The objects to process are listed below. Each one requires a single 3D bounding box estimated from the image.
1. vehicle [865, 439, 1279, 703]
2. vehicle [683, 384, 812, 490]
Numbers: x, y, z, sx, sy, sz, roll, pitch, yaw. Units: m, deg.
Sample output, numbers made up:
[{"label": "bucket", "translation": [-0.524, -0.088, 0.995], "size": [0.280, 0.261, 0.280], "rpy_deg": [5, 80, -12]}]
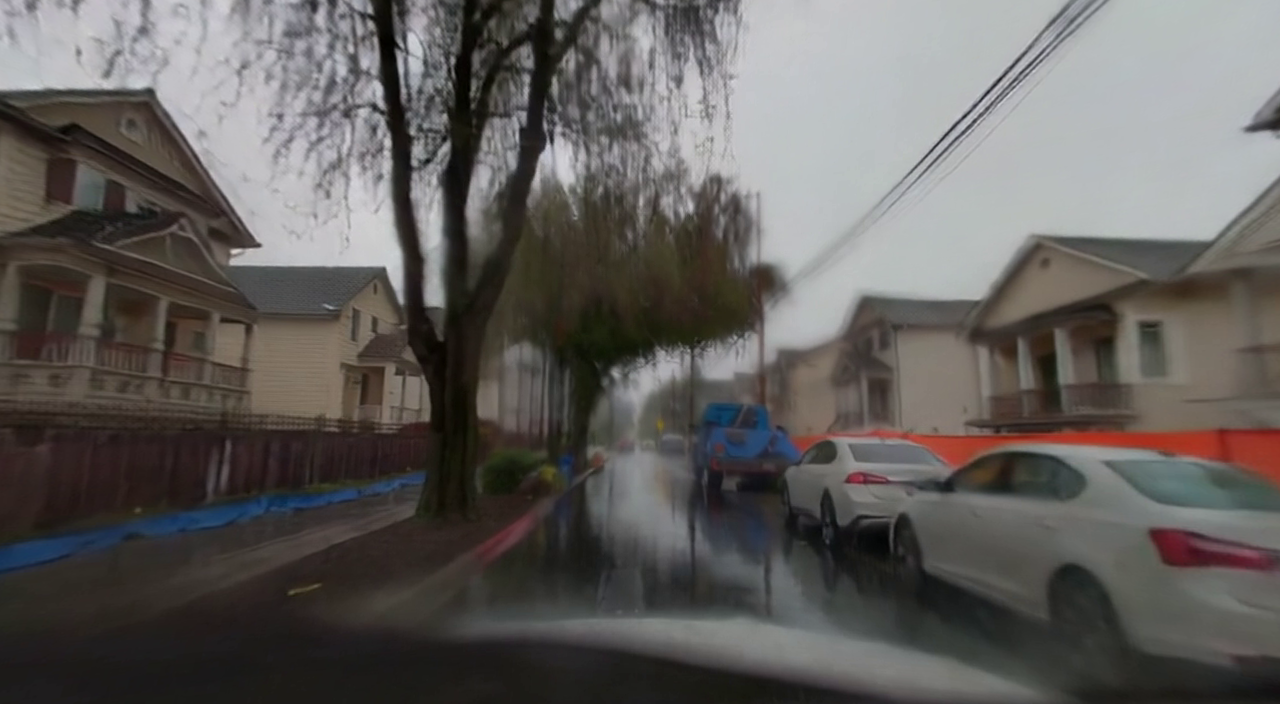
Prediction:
[{"label": "vehicle", "translation": [3.364, 1.379, 4.652], "size": [1.805, 1.436, 4.201], "rpy_deg": [0, -8, -1]}, {"label": "vehicle", "translation": [3.059, 2.659, 19.835], "size": [2.879, 2.801, 6.142], "rpy_deg": [0, -8, -1]}]
